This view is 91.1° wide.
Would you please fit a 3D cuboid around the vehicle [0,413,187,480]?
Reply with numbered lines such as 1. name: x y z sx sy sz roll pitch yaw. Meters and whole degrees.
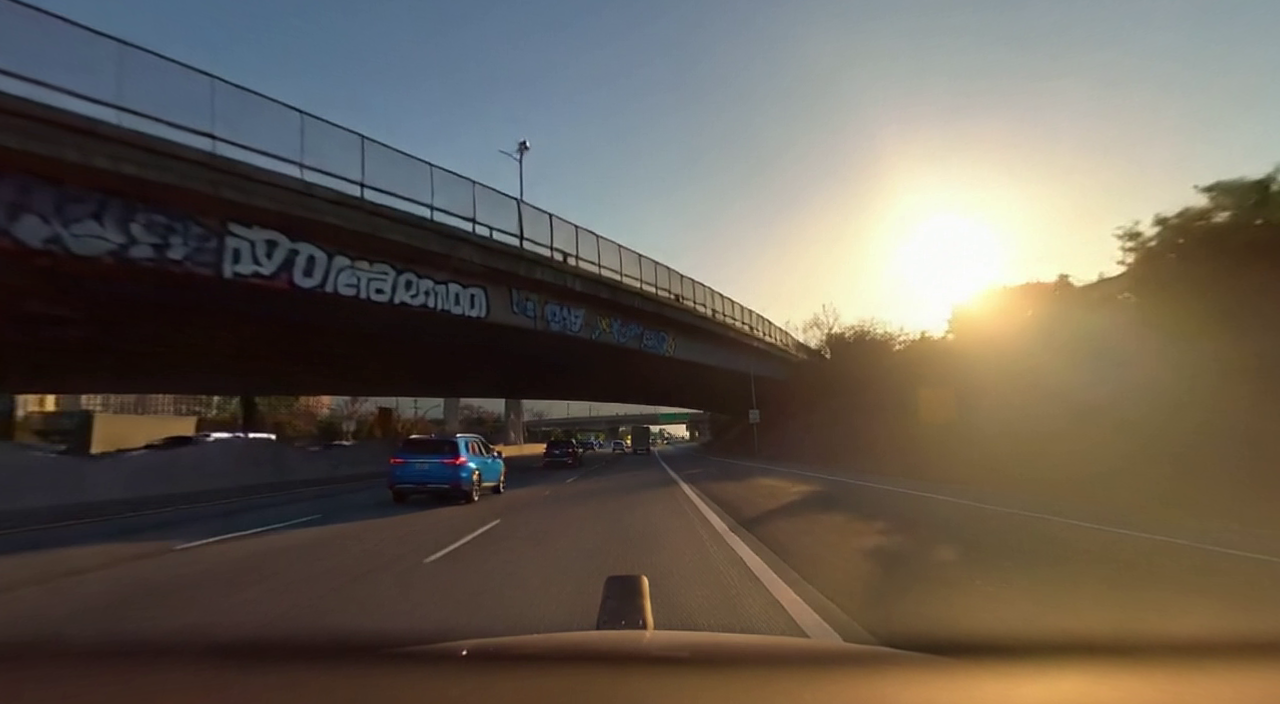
1. vehicle: -35.545 6.091 40.859 3.511 3.744 11.340 0 -8 0

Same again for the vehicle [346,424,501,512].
1. vehicle: -4.532 2.468 13.884 1.969 1.633 3.962 0 -8 0

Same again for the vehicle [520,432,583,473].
1. vehicle: -3.921 4.545 28.604 2.154 1.693 4.394 0 -8 1

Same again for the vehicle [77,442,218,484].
1. vehicle: -20.335 4.578 26.271 1.856 1.560 5.001 0 -8 -1
